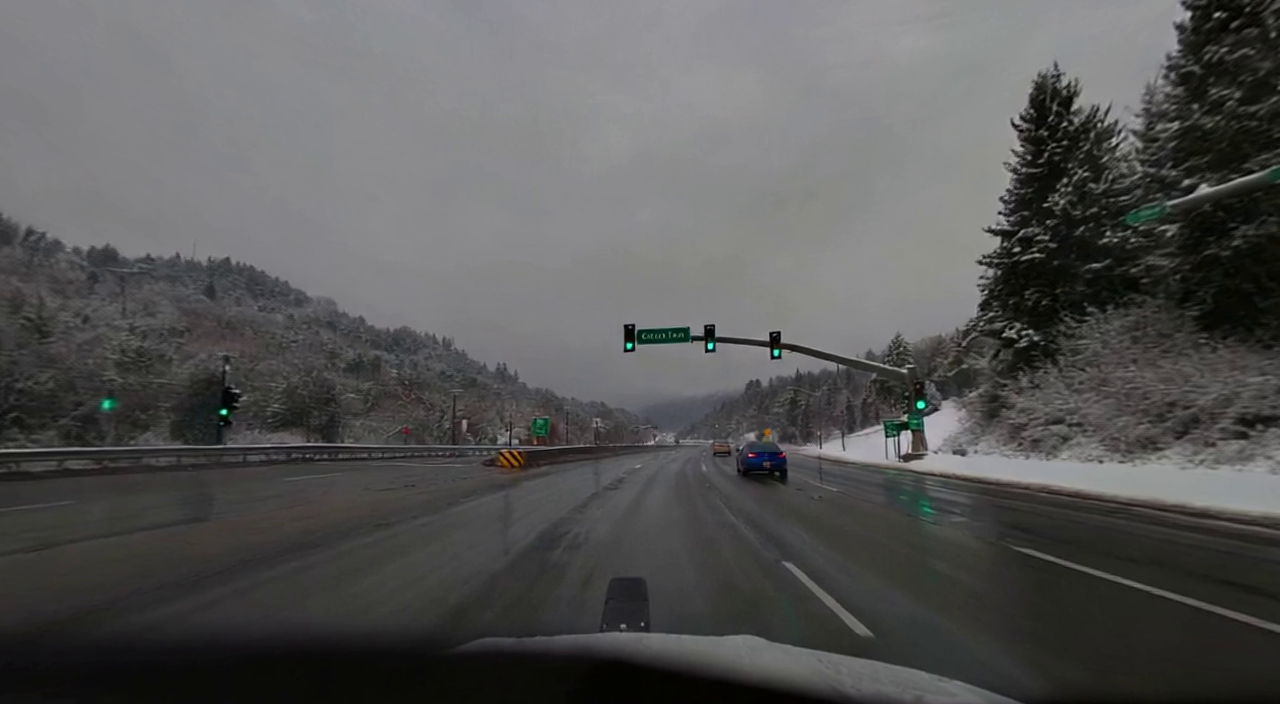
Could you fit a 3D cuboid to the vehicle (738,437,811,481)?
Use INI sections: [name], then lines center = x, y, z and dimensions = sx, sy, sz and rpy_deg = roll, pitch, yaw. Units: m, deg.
[vehicle]
center = 4.932, 3.995, 23.783
dimensions = 1.916, 1.469, 4.481
rpy_deg = 0, -8, 2
